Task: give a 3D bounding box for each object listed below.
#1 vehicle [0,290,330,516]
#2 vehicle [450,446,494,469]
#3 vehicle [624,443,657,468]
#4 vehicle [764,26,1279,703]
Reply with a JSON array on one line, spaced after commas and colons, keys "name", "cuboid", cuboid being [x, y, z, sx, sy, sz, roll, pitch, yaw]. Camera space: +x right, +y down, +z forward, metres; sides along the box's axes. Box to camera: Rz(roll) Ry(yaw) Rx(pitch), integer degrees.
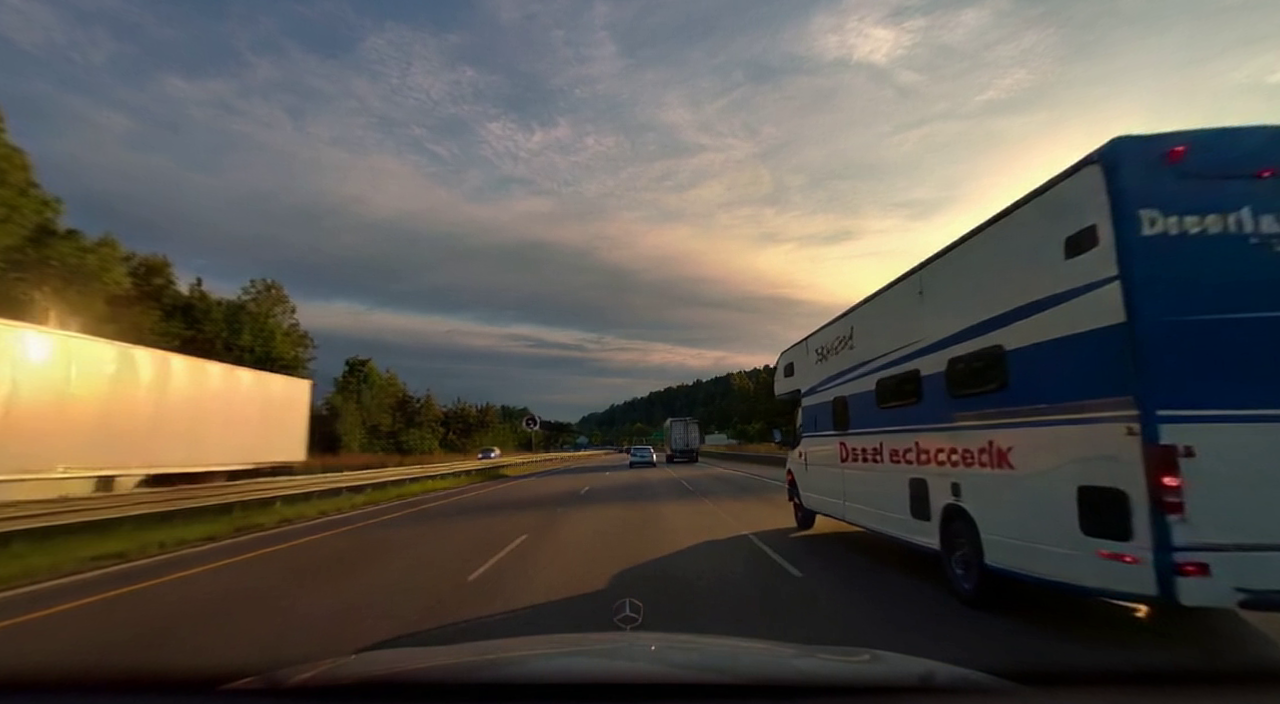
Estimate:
[{"name": "vehicle", "cuboid": [-12.650, 1.261, 13.415, 3.039, 3.901, 17.384, 0, -9, 1]}, {"name": "vehicle", "cuboid": [-11.877, 7.512, 44.851, 2.069, 1.525, 3.937, 0, -9, 0]}, {"name": "vehicle", "cuboid": [0.058, 7.079, 43.193, 2.151, 1.678, 3.923, 0, -9, 0]}, {"name": "vehicle", "cuboid": [3.892, 0.669, 7.457, 2.931, 3.530, 8.760, 0, -9, -1]}]
